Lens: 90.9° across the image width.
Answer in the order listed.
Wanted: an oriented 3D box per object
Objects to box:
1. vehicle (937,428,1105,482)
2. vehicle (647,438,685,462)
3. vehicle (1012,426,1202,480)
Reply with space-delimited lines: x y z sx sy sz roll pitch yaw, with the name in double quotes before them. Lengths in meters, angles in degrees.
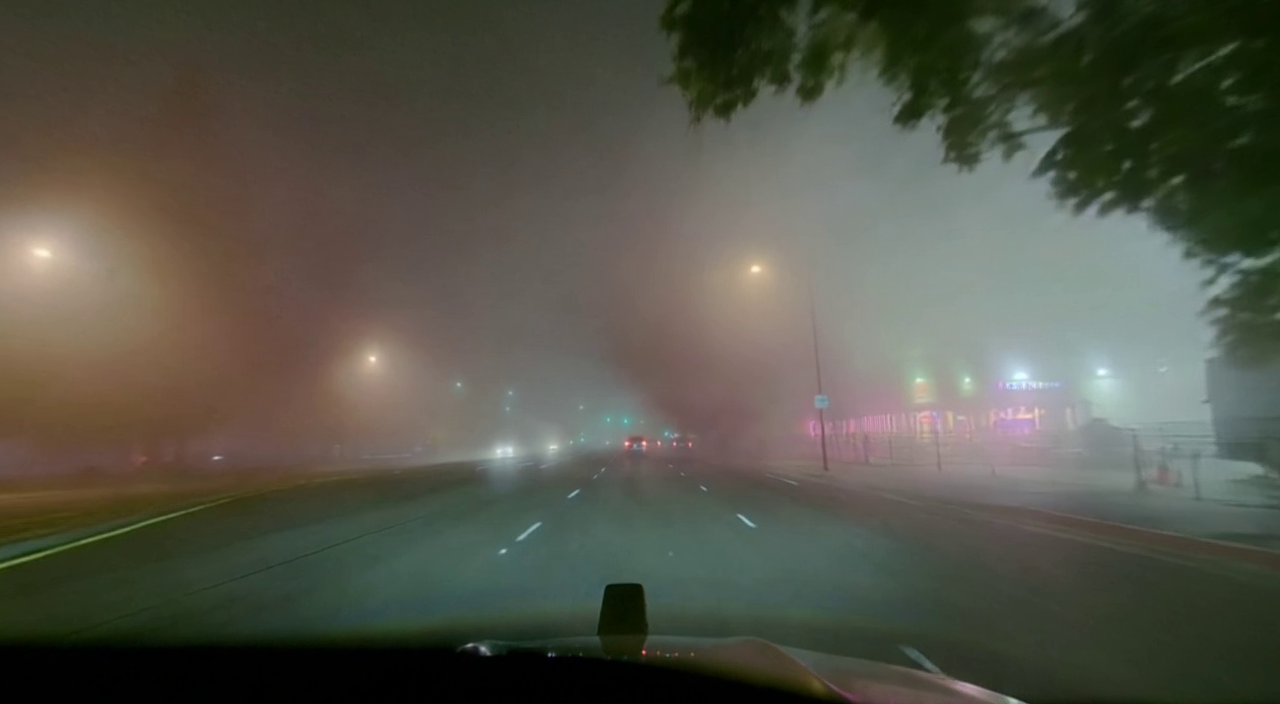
"vehicle" 12.293 3.326 20.763 1.948 1.466 4.520 -1 -7 -15
"vehicle" 1.816 6.610 42.629 1.974 1.490 4.231 -2 -9 11
"vehicle" 15.085 3.284 20.811 1.878 1.444 4.878 -1 -8 -13
